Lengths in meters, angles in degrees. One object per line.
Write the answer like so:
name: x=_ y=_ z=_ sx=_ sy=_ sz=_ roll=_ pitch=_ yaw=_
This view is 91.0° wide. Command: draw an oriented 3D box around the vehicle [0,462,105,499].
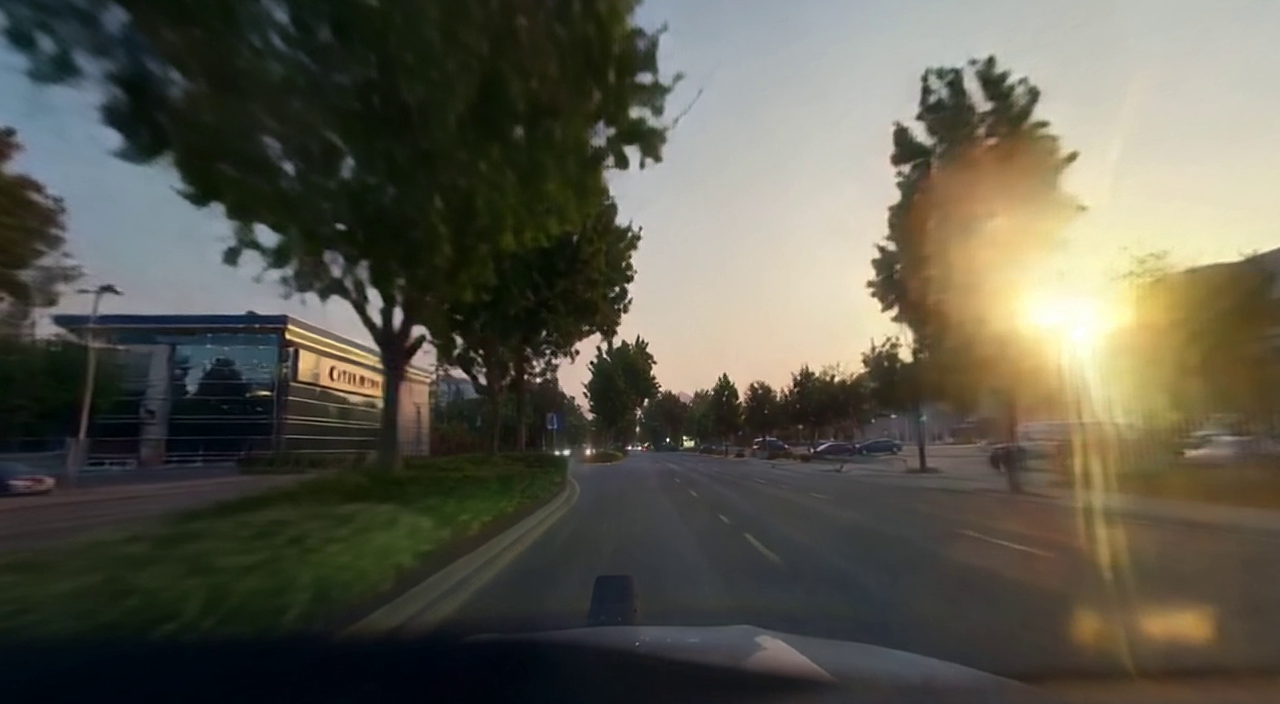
vehicle: x=-29.620 y=6.233 z=30.630 sx=4.739 sy=1.638 sz=2.515 roll=0 pitch=-9 yaw=-1

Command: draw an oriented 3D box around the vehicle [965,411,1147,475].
vehicle: x=22.053 y=4.838 z=33.689 sx=7.634 sy=3.061 sz=2.777 roll=-1 pitch=-8 yaw=0

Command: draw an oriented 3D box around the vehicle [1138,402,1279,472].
vehicle: x=33.531 y=4.665 z=34.338 sx=10.143 sy=3.636 sz=2.880 roll=0 pitch=-9 yaw=-2
